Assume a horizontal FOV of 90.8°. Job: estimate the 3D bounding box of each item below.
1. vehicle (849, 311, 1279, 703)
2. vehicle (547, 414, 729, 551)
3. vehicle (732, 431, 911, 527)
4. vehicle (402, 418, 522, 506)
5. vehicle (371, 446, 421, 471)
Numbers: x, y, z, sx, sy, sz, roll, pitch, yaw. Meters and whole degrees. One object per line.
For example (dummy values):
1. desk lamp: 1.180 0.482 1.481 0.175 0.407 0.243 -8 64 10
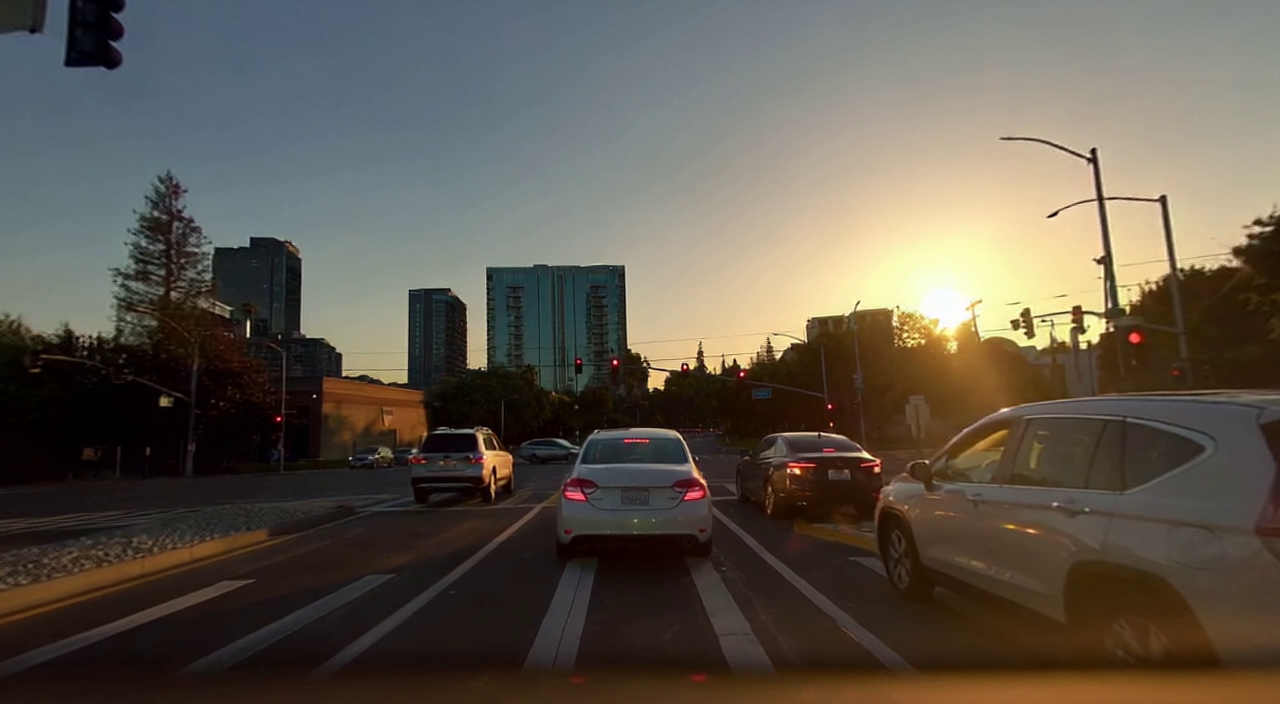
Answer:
1. vehicle: 3.016 0.971 3.578 2.103 1.701 4.294 0 -8 -1
2. vehicle: -0.073 1.879 9.718 2.188 1.637 4.027 0 -8 -1
3. vehicle: 3.158 2.311 12.100 2.001 1.463 4.398 0 -8 -2
4. vehicle: -4.176 2.654 15.613 2.021 1.837 4.448 1 -9 -5
5. vehicle: -18.766 8.193 48.803 2.026 1.836 4.726 0 -8 0
